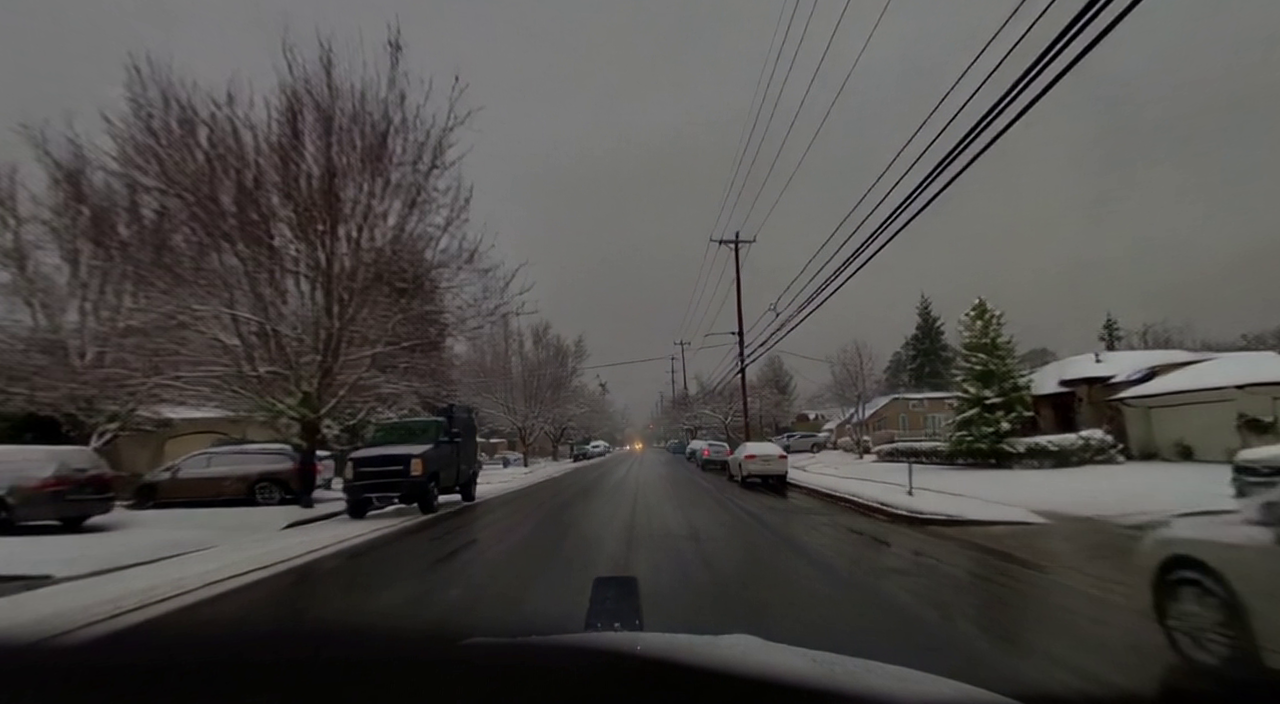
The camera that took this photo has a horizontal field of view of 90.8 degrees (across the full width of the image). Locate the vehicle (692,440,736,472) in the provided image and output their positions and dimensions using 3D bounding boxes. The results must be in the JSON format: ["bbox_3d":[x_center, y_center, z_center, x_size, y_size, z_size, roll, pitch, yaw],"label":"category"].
[{"bbox_3d":[4.296,6.099,37.380,2.105,1.755,4.749,0,-9,2],"label":"vehicle"}]

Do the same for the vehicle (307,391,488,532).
[{"bbox_3d":[-5.972,2.784,16.680,2.313,2.875,6.057,-3,-8,1],"label":"vehicle"}]

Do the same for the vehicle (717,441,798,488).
[{"bbox_3d":[4.185,4.077,23.255,2.016,1.544,4.645,0,-9,-1],"label":"vehicle"}]

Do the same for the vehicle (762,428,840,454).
[{"bbox_3d":[12.390,6.902,48.894,5.447,1.895,2.202,0,-8,1],"label":"vehicle"}]

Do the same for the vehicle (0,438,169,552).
[{"bbox_3d":[-12.589,2.577,11.886,5.419,1.885,2.461,0,-9,0],"label":"vehicle"}]

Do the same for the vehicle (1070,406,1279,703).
[{"bbox_3d":[3.980,0.838,1.772,2.086,1.493,4.927,0,-9,0],"label":"vehicle"}]
